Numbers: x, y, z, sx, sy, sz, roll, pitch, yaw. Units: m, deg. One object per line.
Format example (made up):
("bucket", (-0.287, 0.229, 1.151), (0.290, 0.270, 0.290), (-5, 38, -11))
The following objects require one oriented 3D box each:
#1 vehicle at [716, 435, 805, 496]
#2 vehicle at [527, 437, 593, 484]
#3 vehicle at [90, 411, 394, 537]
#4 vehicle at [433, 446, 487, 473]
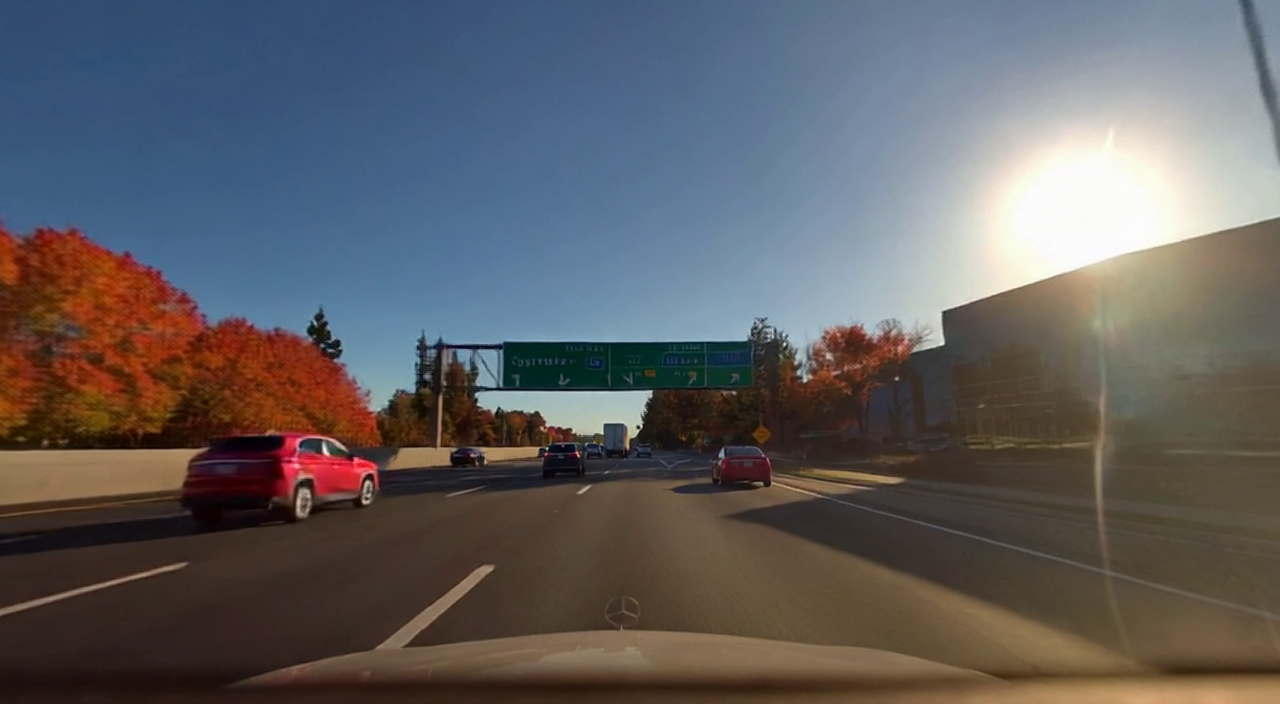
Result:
("vehicle", (3.798, 3.654, 20.669), (2.101, 1.742, 4.495), (0, -9, 1))
("vehicle", (-3.203, 4.471, 26.131), (2.111, 1.742, 4.315), (0, -9, 1))
("vehicle", (-7.007, 2.234, 12.128), (2.314, 1.842, 5.279), (0, -9, 1))
("vehicle", (-10.831, 6.500, 38.240), (1.919, 1.509, 4.265), (0, -9, 1))
